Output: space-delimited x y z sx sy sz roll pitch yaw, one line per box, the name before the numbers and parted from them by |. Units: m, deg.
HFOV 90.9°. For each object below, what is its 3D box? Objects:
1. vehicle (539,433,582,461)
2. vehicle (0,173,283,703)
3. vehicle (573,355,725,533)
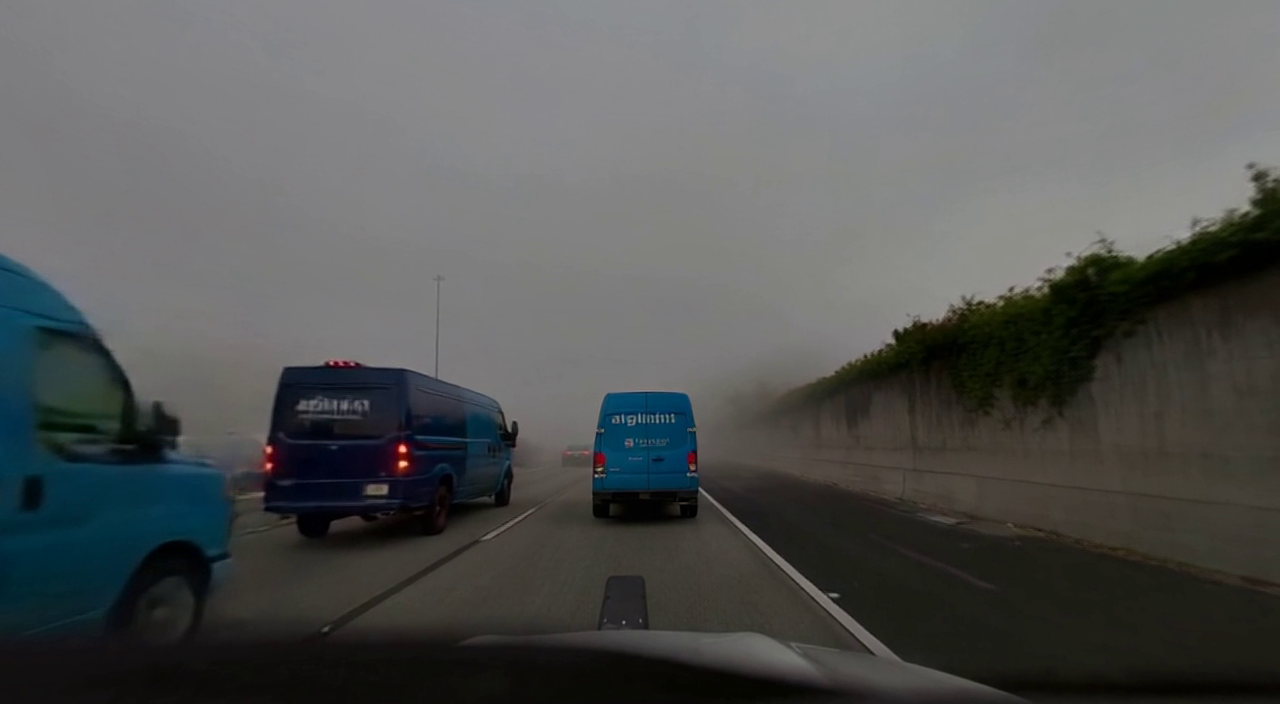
vehicle | -5.969 7.262 48.194 2.302 2.007 5.490 -1 -8 3
vehicle | -3.818 0.424 1.658 2.729 2.439 5.418 0 -8 -3
vehicle | 0.114 1.871 12.981 2.316 2.738 6.398 0 -9 0
